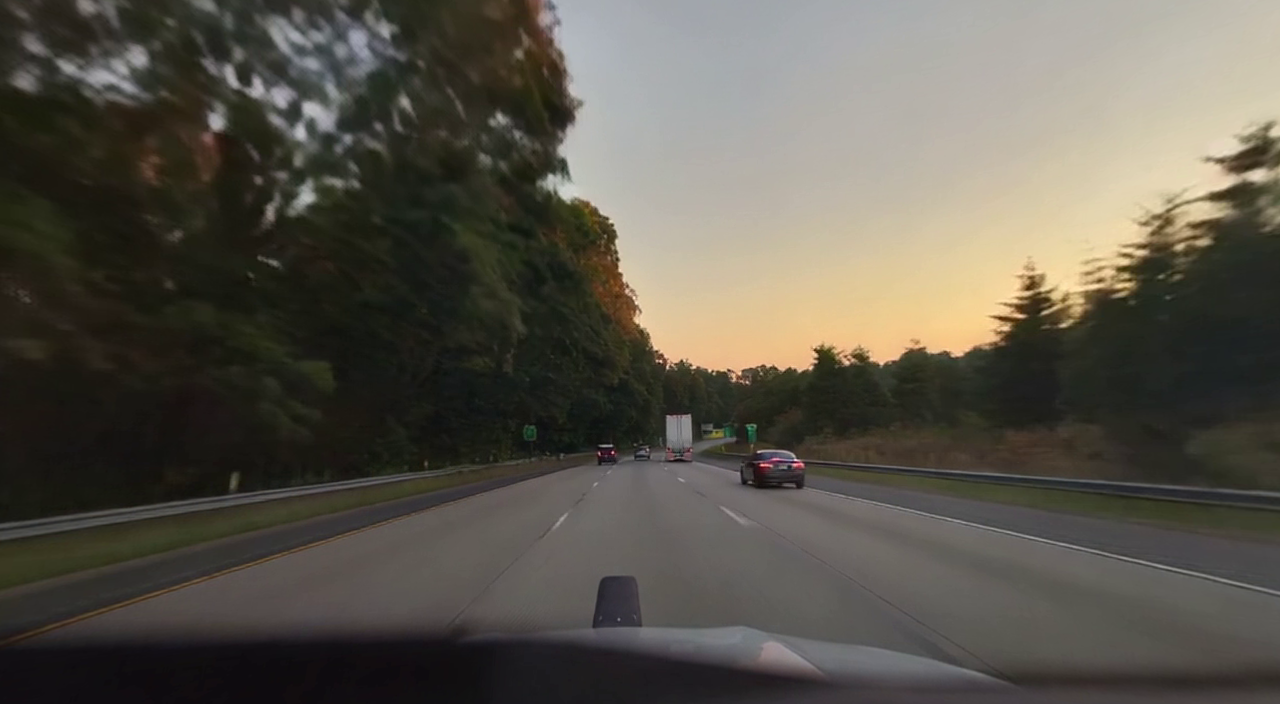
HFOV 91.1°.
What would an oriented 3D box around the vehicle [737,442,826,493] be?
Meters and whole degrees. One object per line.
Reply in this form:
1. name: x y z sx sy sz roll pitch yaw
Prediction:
1. vehicle: 4.529 3.739 20.670 1.910 1.474 3.776 0 -9 -2
